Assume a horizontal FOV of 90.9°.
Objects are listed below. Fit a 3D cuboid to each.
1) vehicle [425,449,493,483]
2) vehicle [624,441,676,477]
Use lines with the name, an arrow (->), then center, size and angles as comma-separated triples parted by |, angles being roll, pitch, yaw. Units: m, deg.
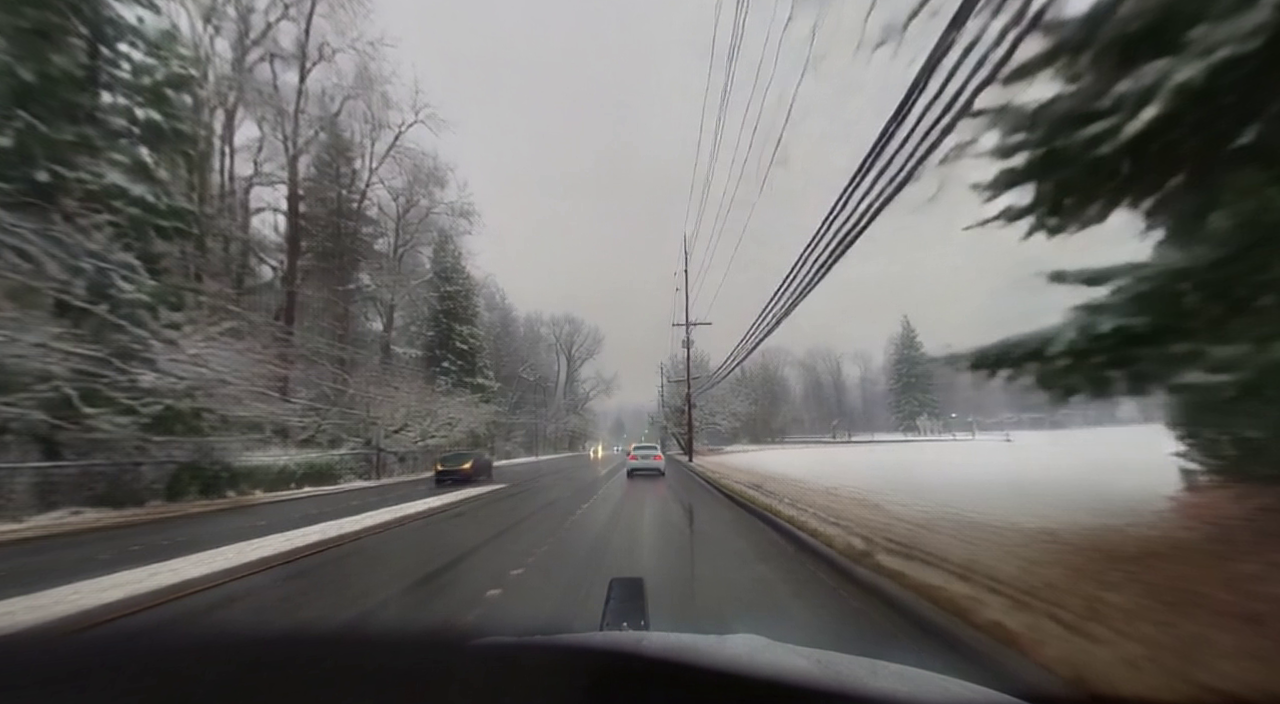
vehicle -> -8.894, 5.633, 31.361 | 2.061, 1.516, 4.121 | -1, -9, 1
vehicle -> 0.460, 4.835, 28.719 | 2.153, 1.461, 4.374 | -1, -9, 1
